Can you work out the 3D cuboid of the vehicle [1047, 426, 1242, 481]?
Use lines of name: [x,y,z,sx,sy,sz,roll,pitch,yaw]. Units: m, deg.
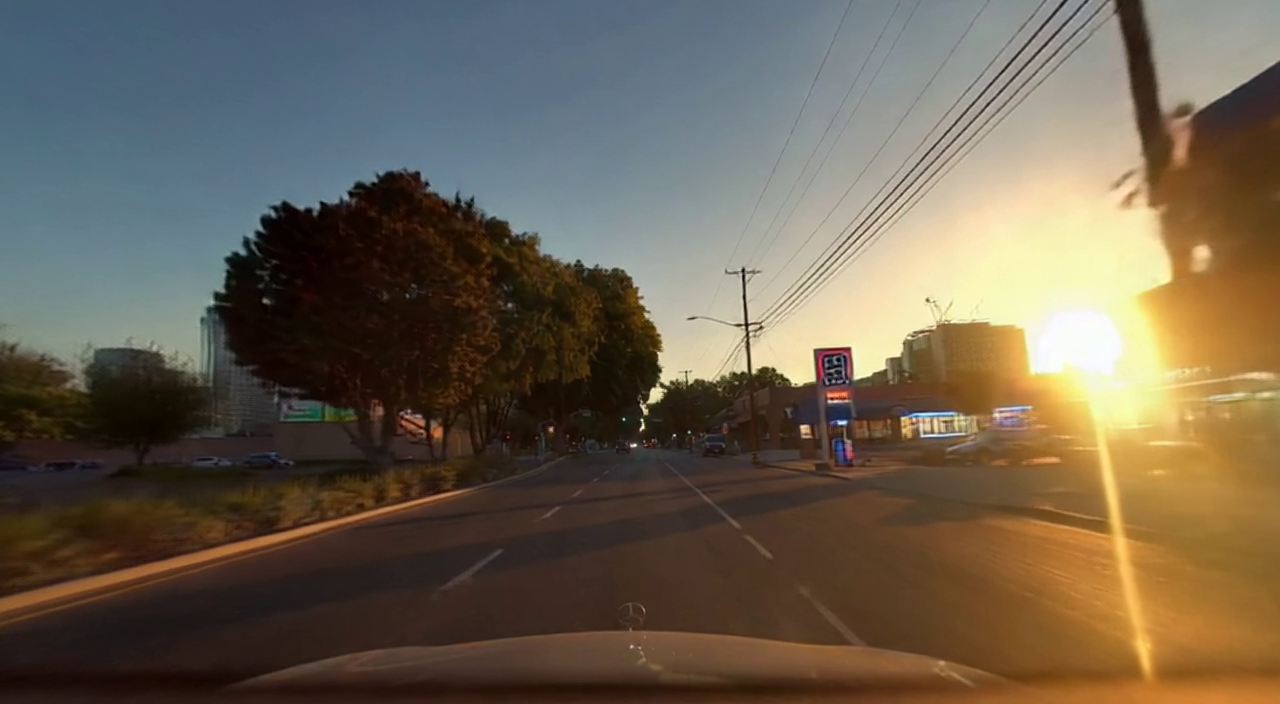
vehicle: [15.111,3.012,18.982,4.510,1.517,2.035,1,-8,-12]
